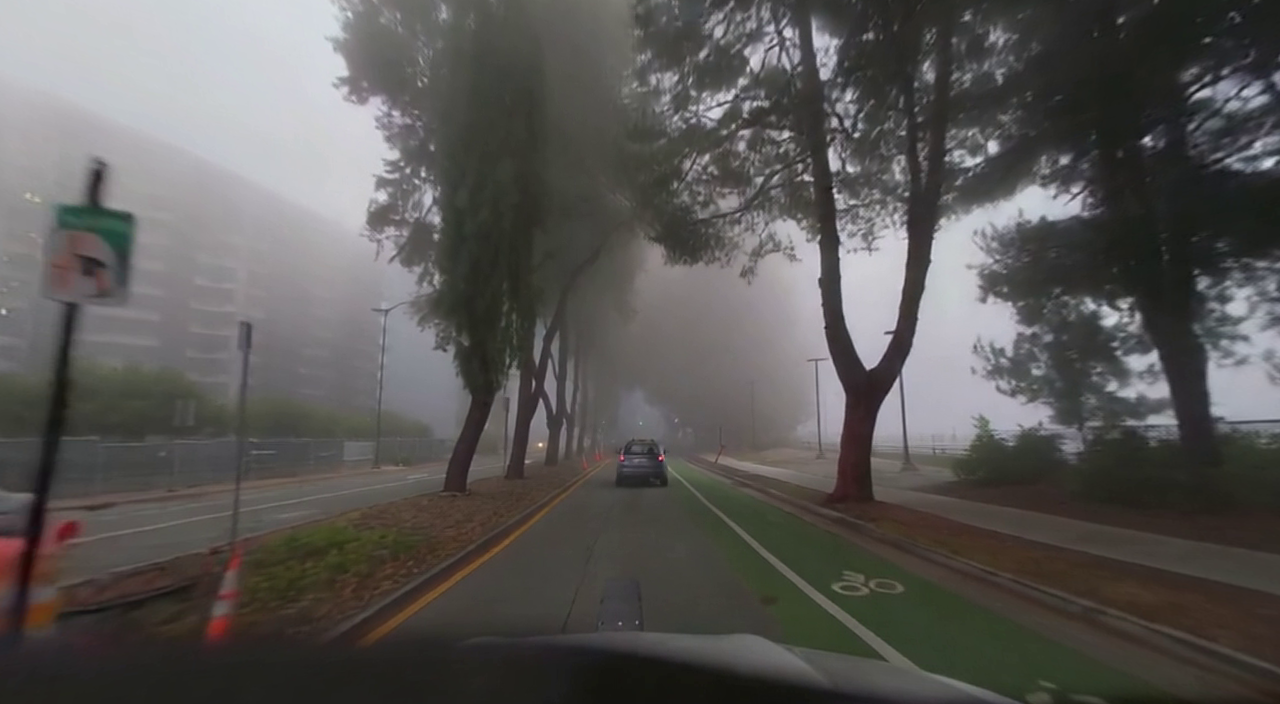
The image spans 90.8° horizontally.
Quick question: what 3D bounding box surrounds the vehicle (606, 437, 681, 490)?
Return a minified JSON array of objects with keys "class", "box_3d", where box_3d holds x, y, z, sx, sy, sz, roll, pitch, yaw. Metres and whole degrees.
[{"class":"vehicle","box_3d":[0.124,3.514,20.273,2.114,1.493,4.430,0,-9,1]}]
